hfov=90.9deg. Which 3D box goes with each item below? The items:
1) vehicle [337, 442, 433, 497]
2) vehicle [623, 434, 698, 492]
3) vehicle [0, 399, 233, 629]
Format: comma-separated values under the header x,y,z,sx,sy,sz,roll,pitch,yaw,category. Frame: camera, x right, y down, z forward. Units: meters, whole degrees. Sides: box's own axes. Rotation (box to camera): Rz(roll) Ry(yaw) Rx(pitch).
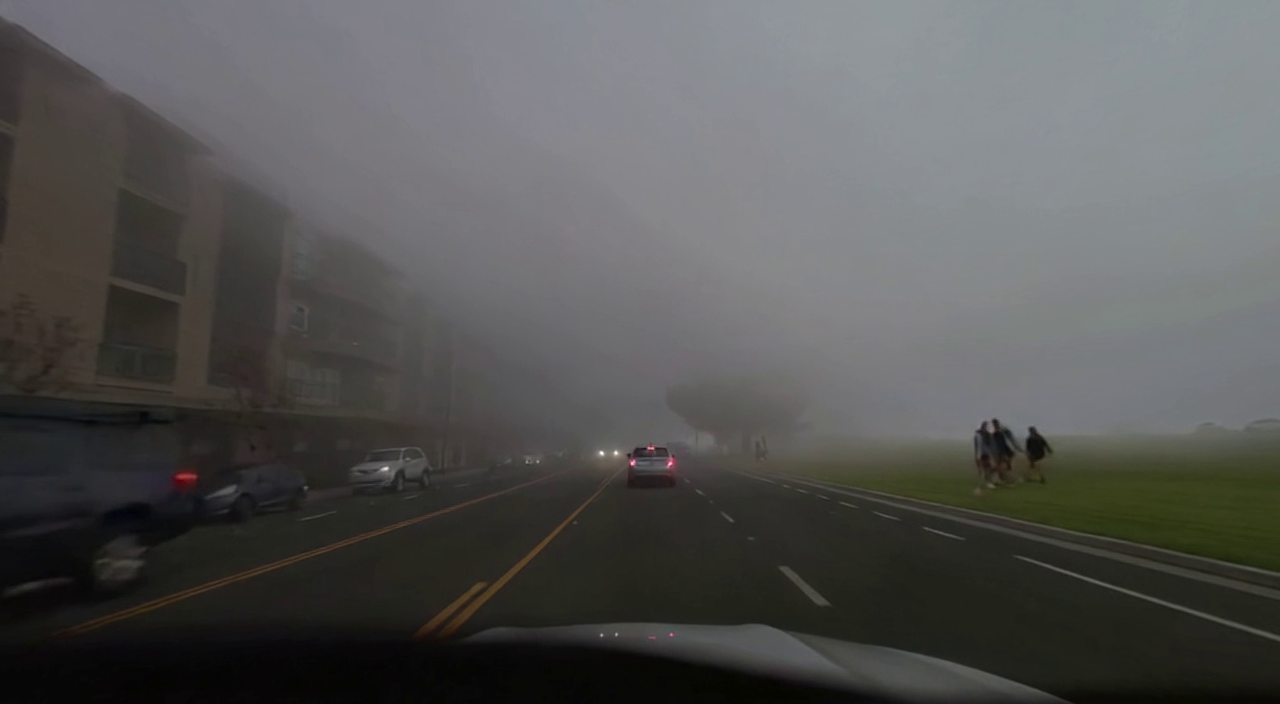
x,y,z,sx,sy,sz,roll,pitch,yaw,category
-10.094,4.642,25.338,2.032,1.833,4.465,-3,-8,0,vehicle
0.607,3.459,19.935,2.132,1.632,3.838,-1,-8,1,vehicle
-6.204,1.370,5.463,2.065,1.838,4.846,-1,-9,0,vehicle
